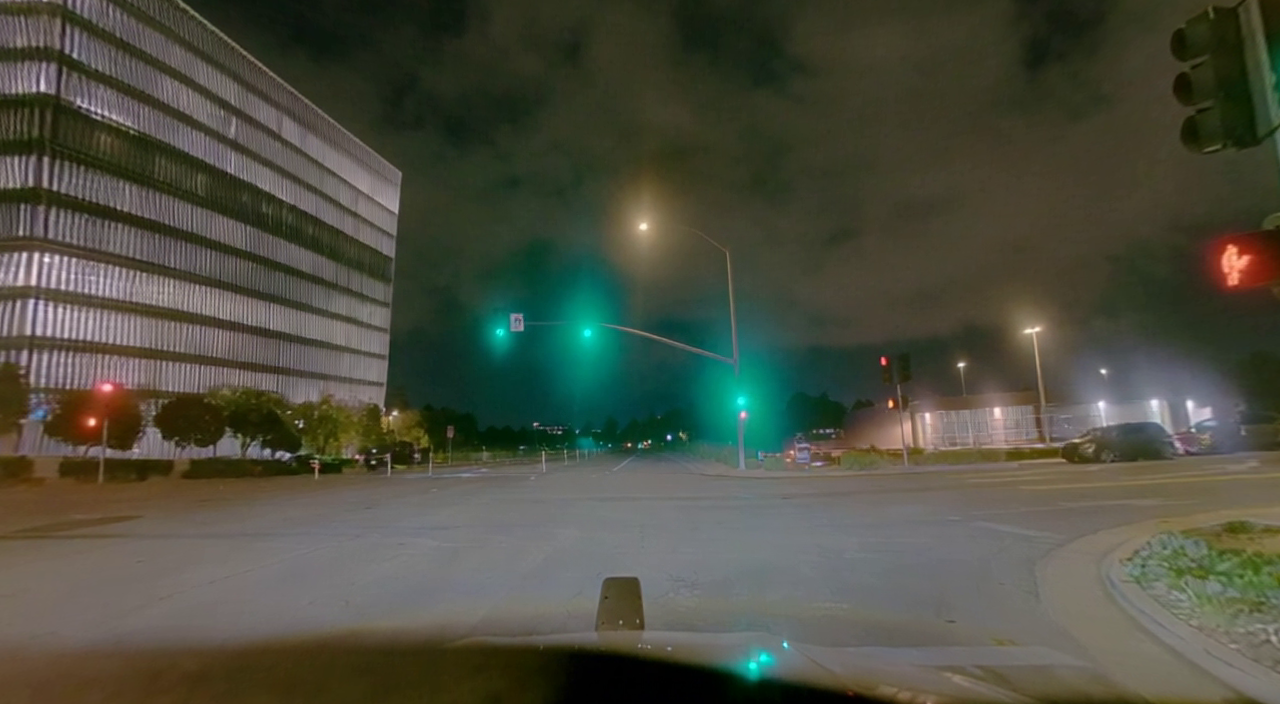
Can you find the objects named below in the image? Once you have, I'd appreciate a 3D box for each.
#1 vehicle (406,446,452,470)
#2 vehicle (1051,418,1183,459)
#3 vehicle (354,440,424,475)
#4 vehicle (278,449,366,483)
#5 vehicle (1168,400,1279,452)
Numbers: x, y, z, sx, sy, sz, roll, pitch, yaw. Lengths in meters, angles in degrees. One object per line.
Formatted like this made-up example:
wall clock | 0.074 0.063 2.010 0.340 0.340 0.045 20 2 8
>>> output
vehicle | -15.114 7.604 45.317 1.932 1.605 4.146 1 -9 -1
vehicle | 19.077 3.525 25.487 1.834 1.480 4.458 0 -9 0
vehicle | -14.878 6.298 37.737 2.091 1.915 5.040 0 -9 0
vehicle | -14.800 5.305 29.616 1.790 1.437 4.349 0 -9 2
vehicle | 24.413 3.027 25.164 2.109 1.836 5.080 -2 -10 -1
